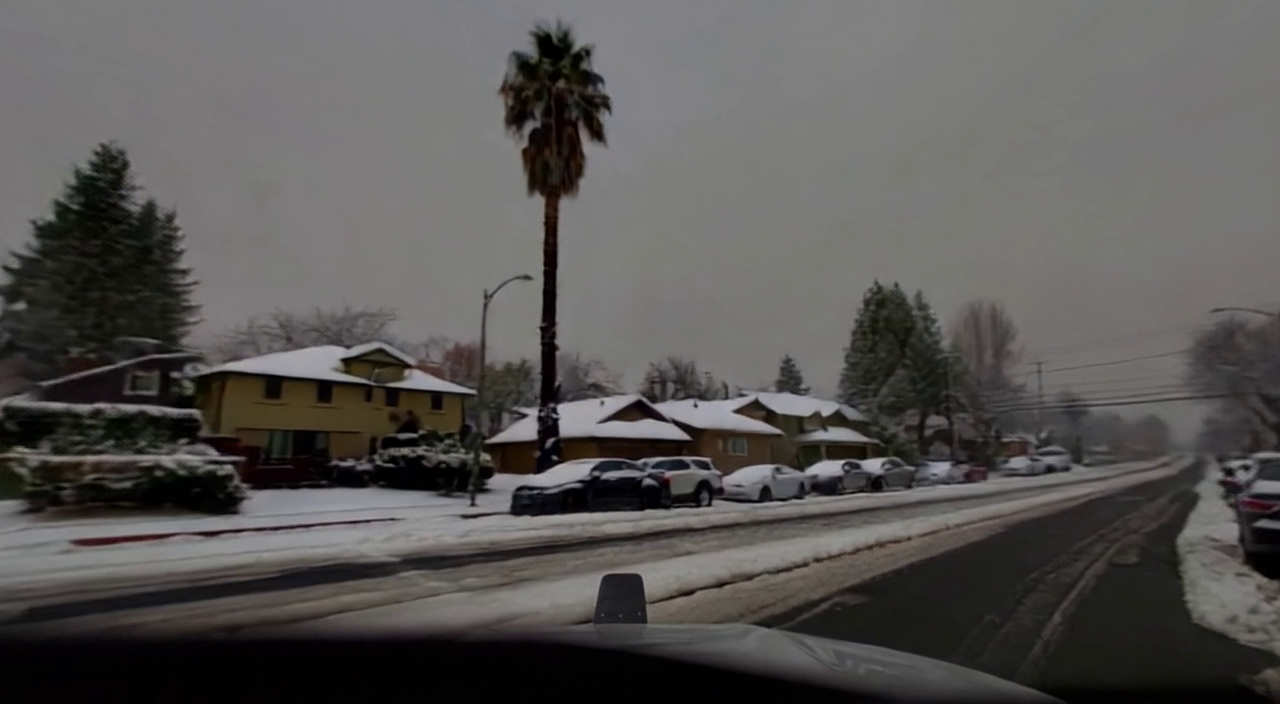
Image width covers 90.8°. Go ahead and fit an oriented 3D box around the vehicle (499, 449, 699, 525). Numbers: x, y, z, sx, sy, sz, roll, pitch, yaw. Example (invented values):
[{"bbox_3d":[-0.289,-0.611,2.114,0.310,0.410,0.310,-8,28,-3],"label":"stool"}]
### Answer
[{"bbox_3d":[-1.094,3.466,16.746,4.866,1.752,1.998,-4,-10,24],"label":"vehicle"}]
